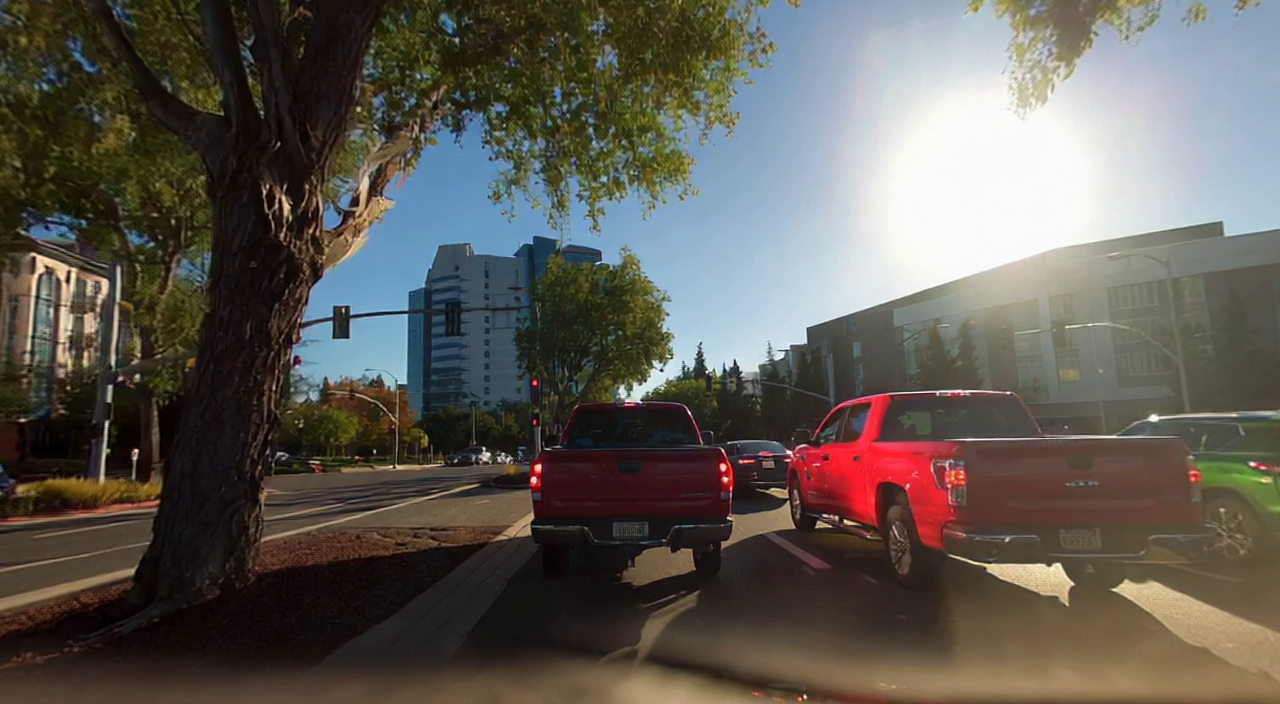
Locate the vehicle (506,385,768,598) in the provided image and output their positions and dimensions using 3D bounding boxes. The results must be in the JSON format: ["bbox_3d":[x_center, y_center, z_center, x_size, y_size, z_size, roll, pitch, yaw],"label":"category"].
[{"bbox_3d":[-0.050,1.568,8.002,2.240,1.821,5.001,0,-9,-1],"label":"vehicle"}]

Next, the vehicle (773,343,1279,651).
[{"bbox_3d":[3.327,1.331,6.922,2.412,1.953,5.682,0,-9,-1],"label":"vehicle"}]

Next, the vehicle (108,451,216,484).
[{"bbox_3d":[-26.355,6.332,35.028,4.437,1.669,1.936,5,-10,-30],"label":"vehicle"}]
